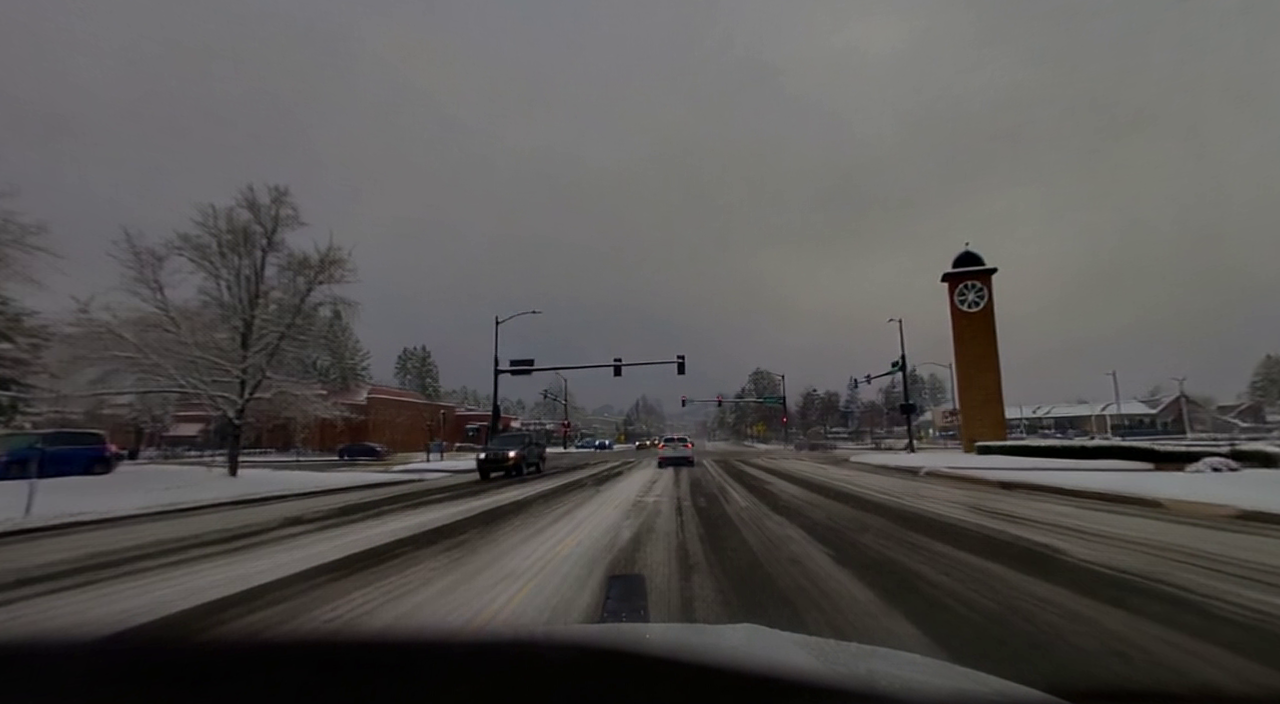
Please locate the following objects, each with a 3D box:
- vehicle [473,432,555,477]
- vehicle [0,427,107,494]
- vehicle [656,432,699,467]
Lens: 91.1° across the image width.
[{"bbox_3d":[-5.905,4.903,30.354,2.366,1.941,5.823,-1,-9,5],"label":"vehicle"},{"bbox_3d":[-22.684,3.683,21.529,6.446,2.143,2.606,0,-9,2],"label":"vehicle"},{"bbox_3d":[2.465,6.308,40.805,2.590,2.080,5.284,0,-9,4],"label":"vehicle"}]
